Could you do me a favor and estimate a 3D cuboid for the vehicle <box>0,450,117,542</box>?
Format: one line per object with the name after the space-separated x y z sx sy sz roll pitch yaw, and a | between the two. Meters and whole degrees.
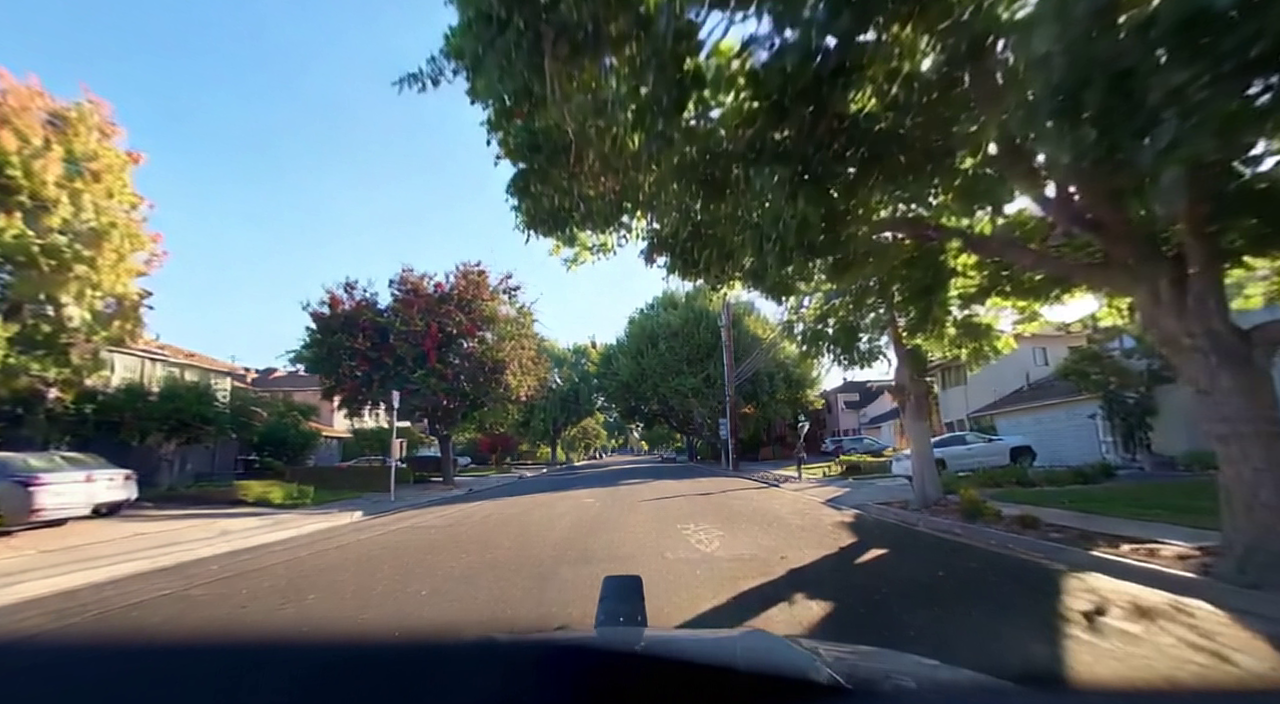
-12.831 2.607 11.822 4.406 1.539 1.912 0 -9 2 | vehicle

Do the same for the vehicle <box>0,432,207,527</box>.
-12.934 2.794 14.183 4.909 1.914 2.082 -1 -9 4 | vehicle

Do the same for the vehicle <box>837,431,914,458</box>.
16.404 6.500 44.192 4.562 1.832 1.987 0 -9 -1 | vehicle

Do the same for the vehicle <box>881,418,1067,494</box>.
10.432 3.274 20.001 4.697 1.604 1.838 -8 -9 -3 | vehicle

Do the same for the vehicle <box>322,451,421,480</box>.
-14.067 5.903 33.124 4.477 1.449 1.922 5 -10 -31 | vehicle
